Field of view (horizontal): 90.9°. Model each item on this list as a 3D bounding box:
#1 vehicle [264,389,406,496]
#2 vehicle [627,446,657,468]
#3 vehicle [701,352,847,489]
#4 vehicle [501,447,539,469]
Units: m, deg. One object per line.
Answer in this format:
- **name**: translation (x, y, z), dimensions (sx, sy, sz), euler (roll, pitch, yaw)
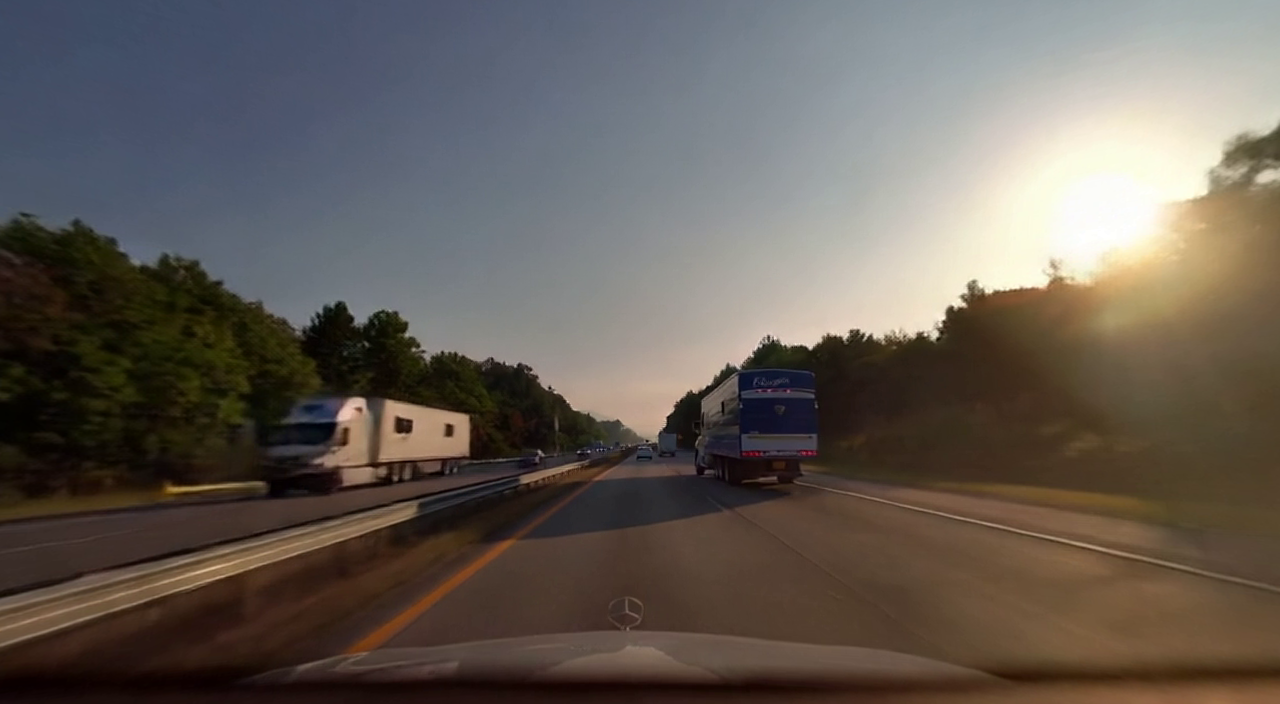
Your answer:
- **vehicle**: translation (-13.020, 3.968, 27.626), dimensions (3.048, 4.133, 5.962), euler (0, -9, 0)
- **vehicle**: translation (0.158, 7.037, 42.517), dimensions (1.926, 1.386, 3.615), euler (0, -9, 0)
- **vehicle**: translation (4.710, 3.115, 26.172), dimensions (2.939, 4.129, 14.300), euler (0, -9, 0)
- **vehicle**: translation (-8.828, 7.829, 46.643), dimensions (2.044, 1.537, 4.159), euler (0, -9, 0)
